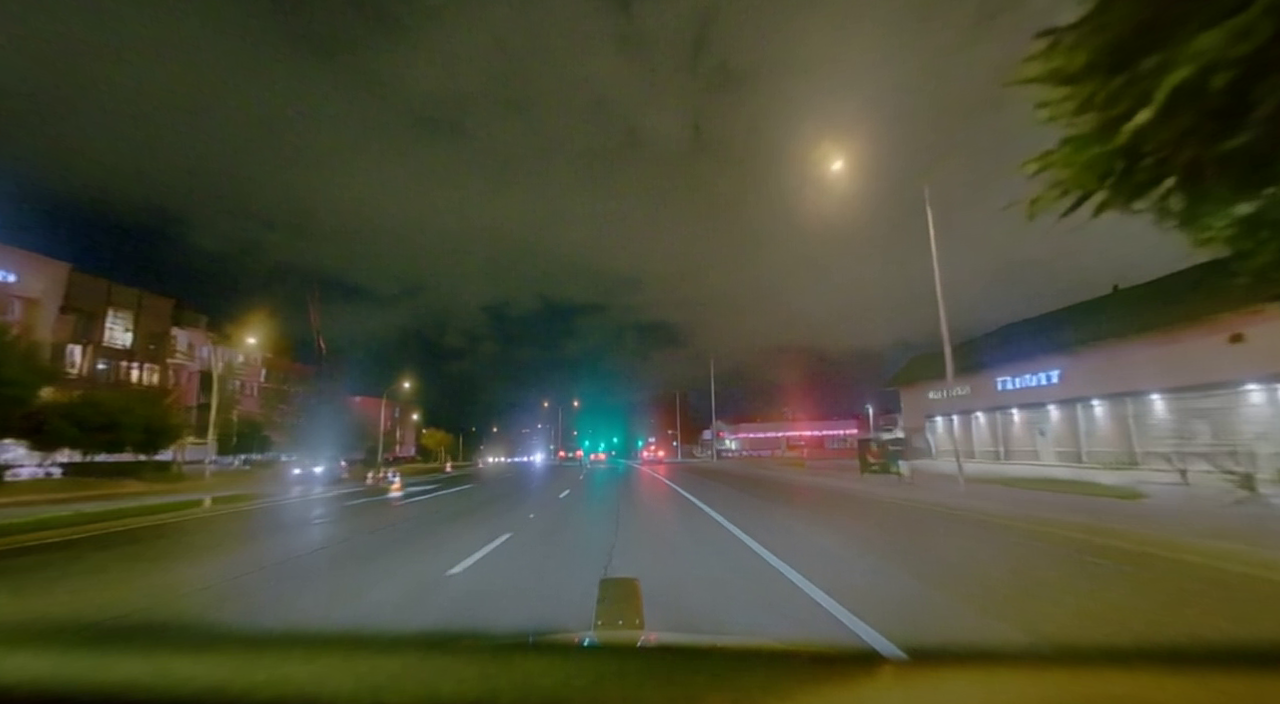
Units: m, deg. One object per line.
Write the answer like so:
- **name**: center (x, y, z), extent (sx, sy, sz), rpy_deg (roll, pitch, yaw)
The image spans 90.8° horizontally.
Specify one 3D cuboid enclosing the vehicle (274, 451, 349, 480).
- **vehicle**: center (-18.076, 6.240, 35.001), extent (1.866, 1.477, 4.445), rpy_deg (0, -9, -1)
